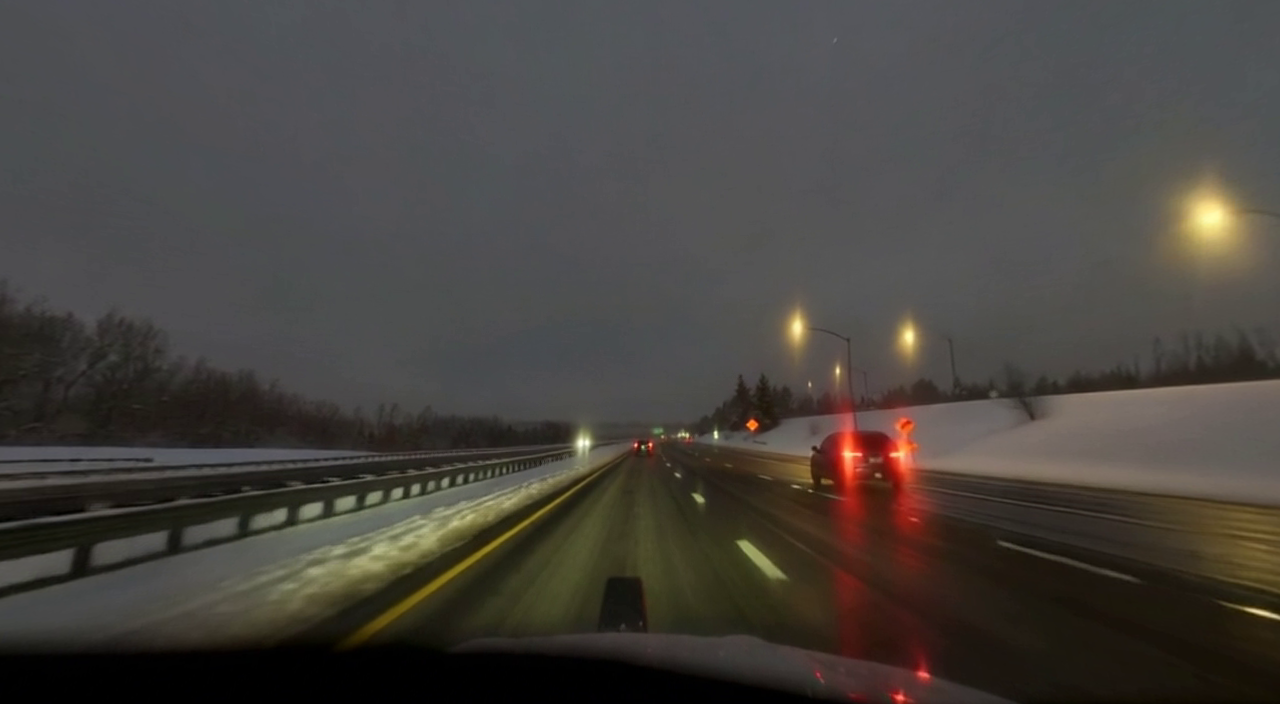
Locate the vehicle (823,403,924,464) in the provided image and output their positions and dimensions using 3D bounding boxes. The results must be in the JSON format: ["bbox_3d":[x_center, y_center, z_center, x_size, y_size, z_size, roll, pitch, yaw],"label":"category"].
[{"bbox_3d":[15.367,5.535,42.437,3.620,3.613,8.491,0,-8,1],"label":"vehicle"}]
